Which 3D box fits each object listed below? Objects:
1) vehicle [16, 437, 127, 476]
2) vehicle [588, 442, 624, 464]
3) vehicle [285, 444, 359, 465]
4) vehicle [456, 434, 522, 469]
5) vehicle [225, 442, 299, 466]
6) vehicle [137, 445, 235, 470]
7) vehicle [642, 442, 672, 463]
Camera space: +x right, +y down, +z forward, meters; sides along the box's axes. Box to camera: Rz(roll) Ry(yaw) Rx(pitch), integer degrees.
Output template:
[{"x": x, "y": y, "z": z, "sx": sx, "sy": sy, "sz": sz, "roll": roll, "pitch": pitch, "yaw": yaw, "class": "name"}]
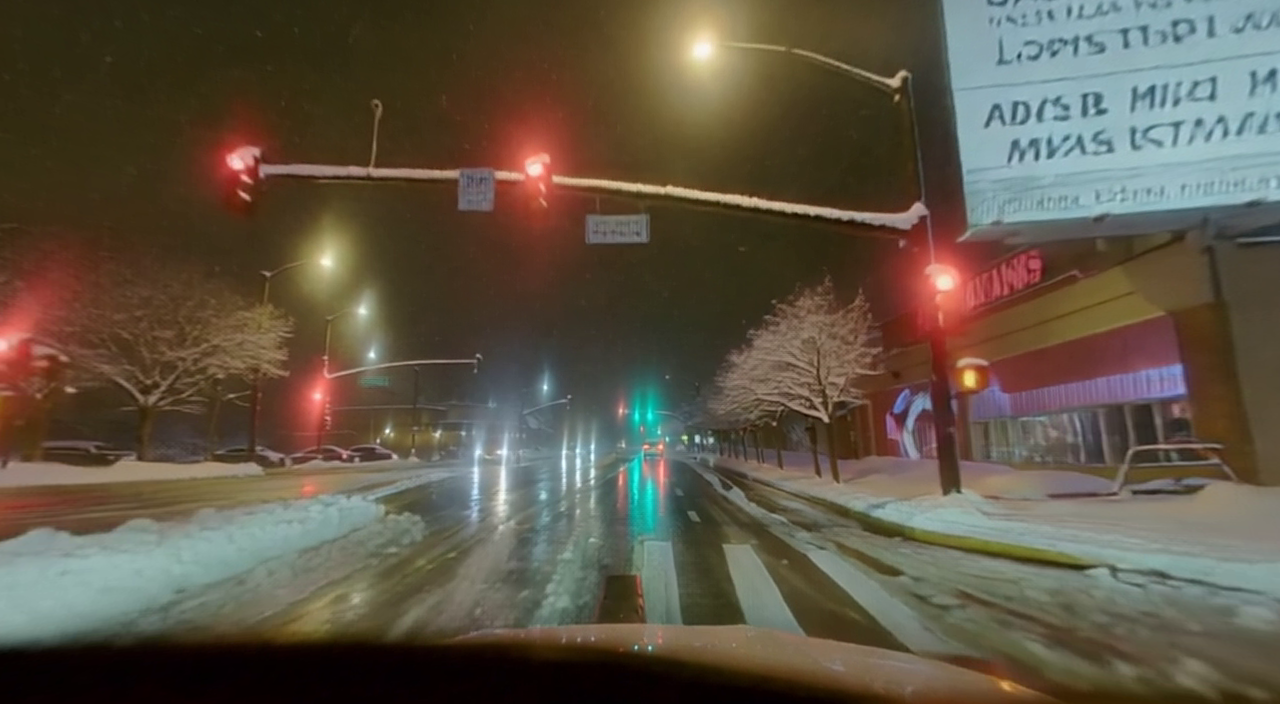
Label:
[{"x": -28.322, "y": 5.188, "z": 31.550, "sx": 1.643, "sy": 1.755, "sz": 3.666, "roll": -4, "pitch": -9, "yaw": 34, "class": "vehicle"}, {"x": -2.312, "y": 7.076, "z": 44.311, "sx": 1.962, "sy": 1.420, "sz": 4.021, "roll": -1, "pitch": -9, "yaw": 5, "class": "vehicle"}, {"x": -23.497, "y": 7.595, "z": 46.857, "sx": 1.985, "sy": 1.469, "sz": 4.428, "roll": -5, "pitch": -10, "yaw": 29, "class": "vehicle"}, {"x": -8.438, "y": 5.642, "z": 35.839, "sx": 2.281, "sy": 1.834, "sz": 4.736, "roll": -1, "pitch": -9, "yaw": 3, "class": "vehicle"}, {"x": -27.519, "y": 7.398, "z": 46.130, "sx": 1.969, "sy": 1.636, "sz": 4.136, "roll": -5, "pitch": -10, "yaw": 29, "class": "vehicle"}, {"x": -27.815, "y": 6.438, "z": 38.873, "sx": 1.755, "sy": 1.445, "sz": 4.485, "roll": -5, "pitch": -10, "yaw": 29, "class": "vehicle"}, {"x": 1.303, "y": 7.732, "z": 48.886, "sx": 2.168, "sy": 1.545, "sz": 4.047, "roll": 0, "pitch": -8, "yaw": 1, "class": "vehicle"}]
